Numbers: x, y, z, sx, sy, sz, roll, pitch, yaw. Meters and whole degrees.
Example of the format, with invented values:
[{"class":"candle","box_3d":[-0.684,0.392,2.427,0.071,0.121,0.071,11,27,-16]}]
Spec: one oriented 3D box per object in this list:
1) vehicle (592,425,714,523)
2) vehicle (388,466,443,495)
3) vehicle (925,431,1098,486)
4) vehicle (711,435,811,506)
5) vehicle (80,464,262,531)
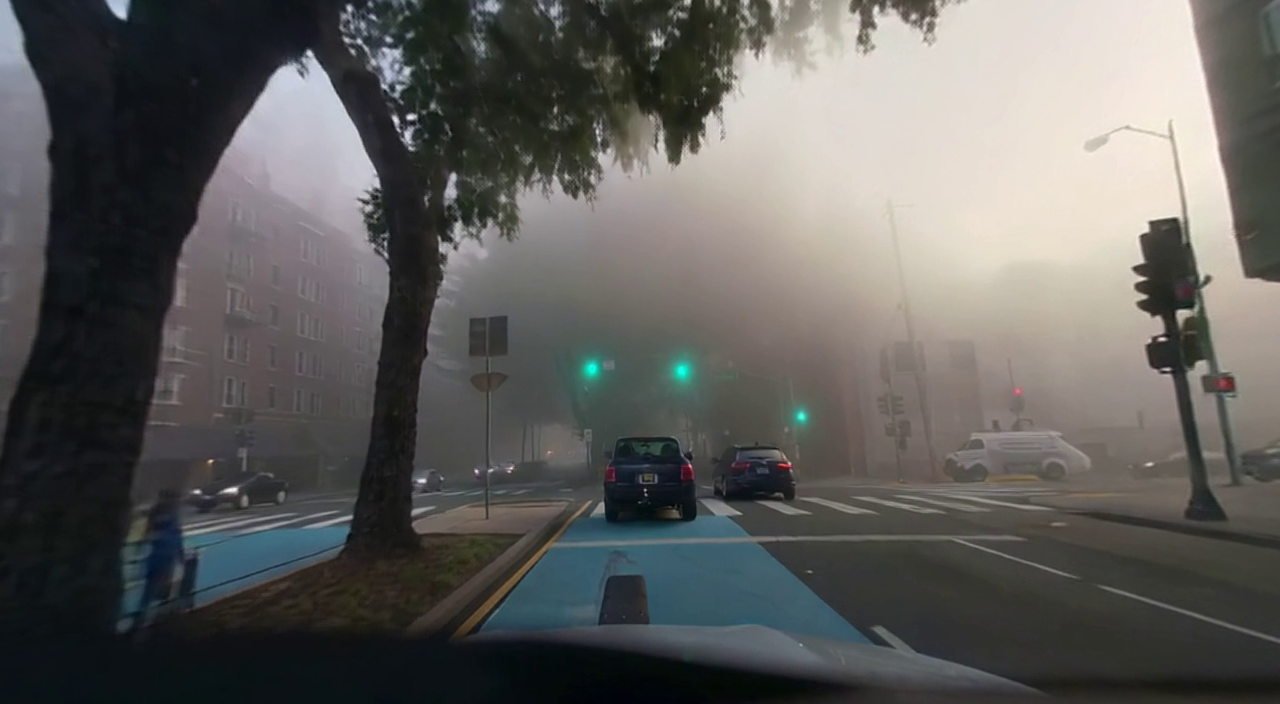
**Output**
[{"class":"vehicle","box_3d":[0.216,2.515,13.529,2.209,1.748,4.130,0,-9,0]},{"class":"vehicle","box_3d":[-14.107,8.085,39.886,1.856,1.521,4.309,0,-9,0]},{"class":"vehicle","box_3d":[14.093,4.079,24.256,5.156,2.005,2.122,-1,-9,6]},{"class":"vehicle","box_3d":[3.290,3.301,17.976,1.939,1.746,4.091,0,-9,-1]},{"class":"vehicle","box_3d":[-13.721,4.241,18.877,2.035,1.619,4.327,0,-9,1]}]
